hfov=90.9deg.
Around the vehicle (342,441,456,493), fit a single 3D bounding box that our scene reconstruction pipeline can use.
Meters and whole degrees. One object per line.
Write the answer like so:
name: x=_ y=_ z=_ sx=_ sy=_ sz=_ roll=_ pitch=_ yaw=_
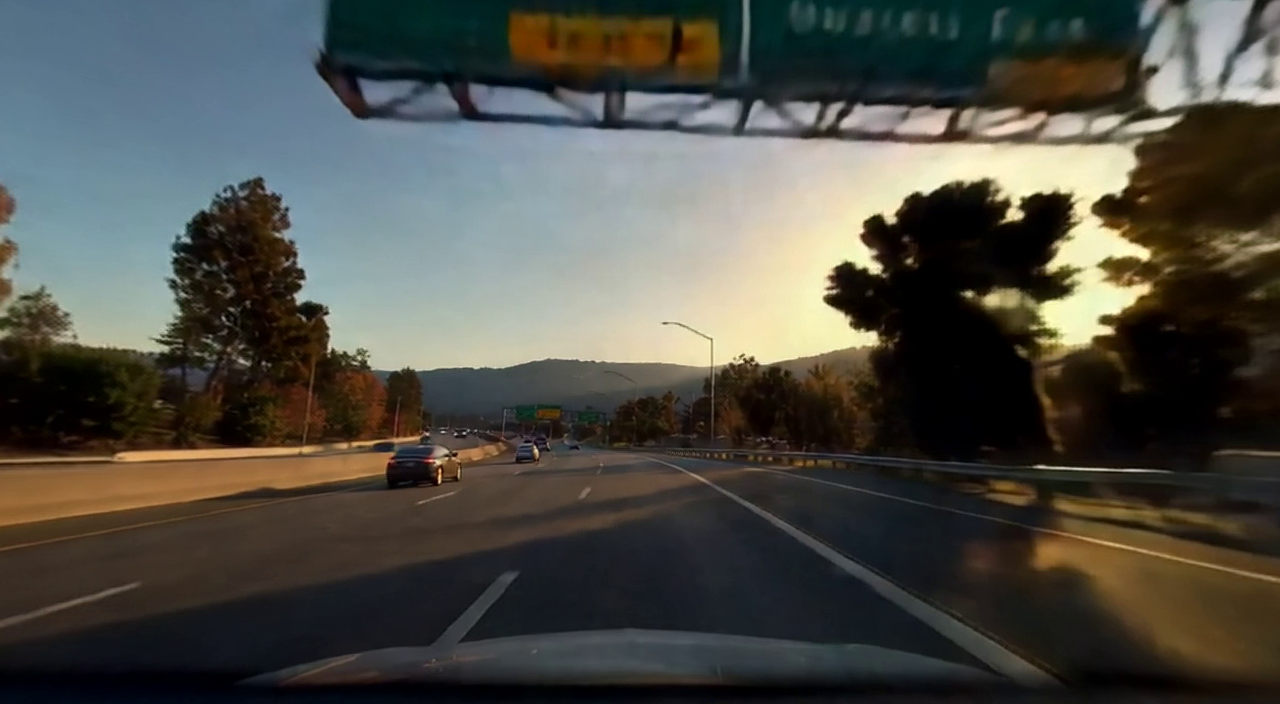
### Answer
vehicle: x=-7.655 y=3.662 z=20.599 sx=2.025 sy=1.494 sz=4.495 roll=0 pitch=-8 yaw=-1
